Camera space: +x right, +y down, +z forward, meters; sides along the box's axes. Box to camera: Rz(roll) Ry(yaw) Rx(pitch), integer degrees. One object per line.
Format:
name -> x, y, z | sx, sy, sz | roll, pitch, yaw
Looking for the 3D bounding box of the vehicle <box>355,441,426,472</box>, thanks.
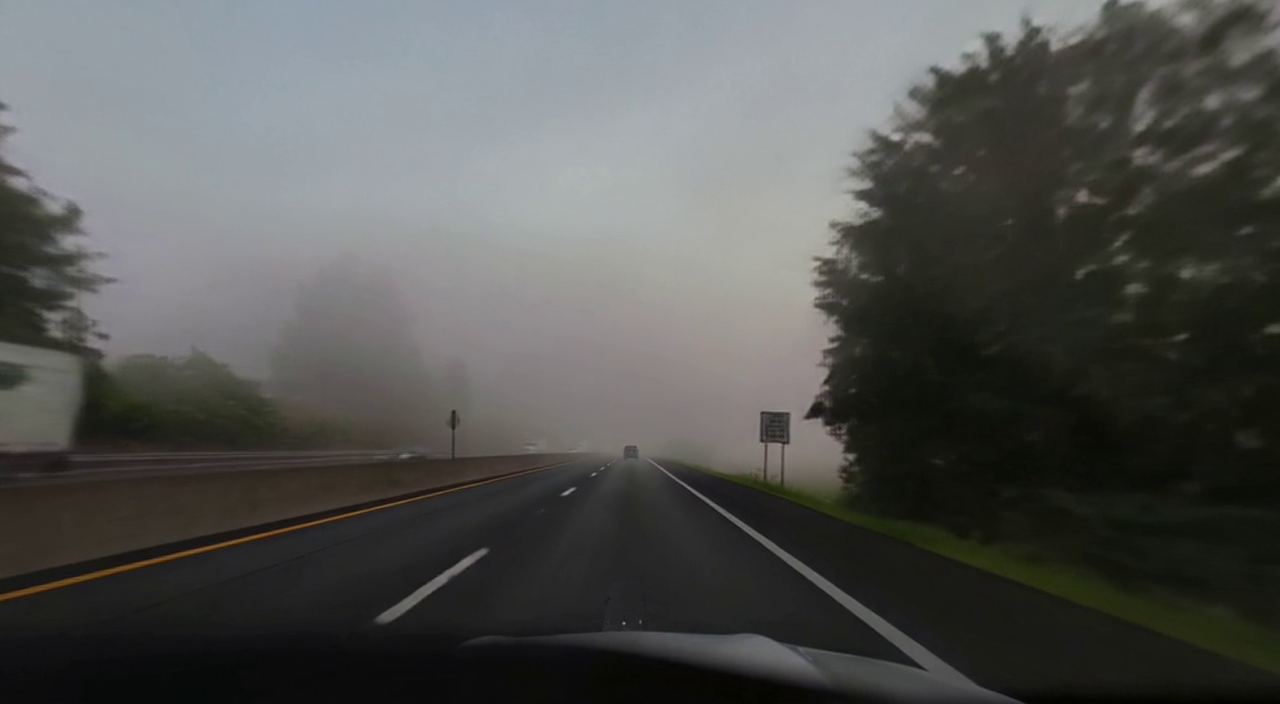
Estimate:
vehicle -> -12.329, 5.194, 31.432 | 1.925, 1.459, 3.959 | 0, -9, -1
